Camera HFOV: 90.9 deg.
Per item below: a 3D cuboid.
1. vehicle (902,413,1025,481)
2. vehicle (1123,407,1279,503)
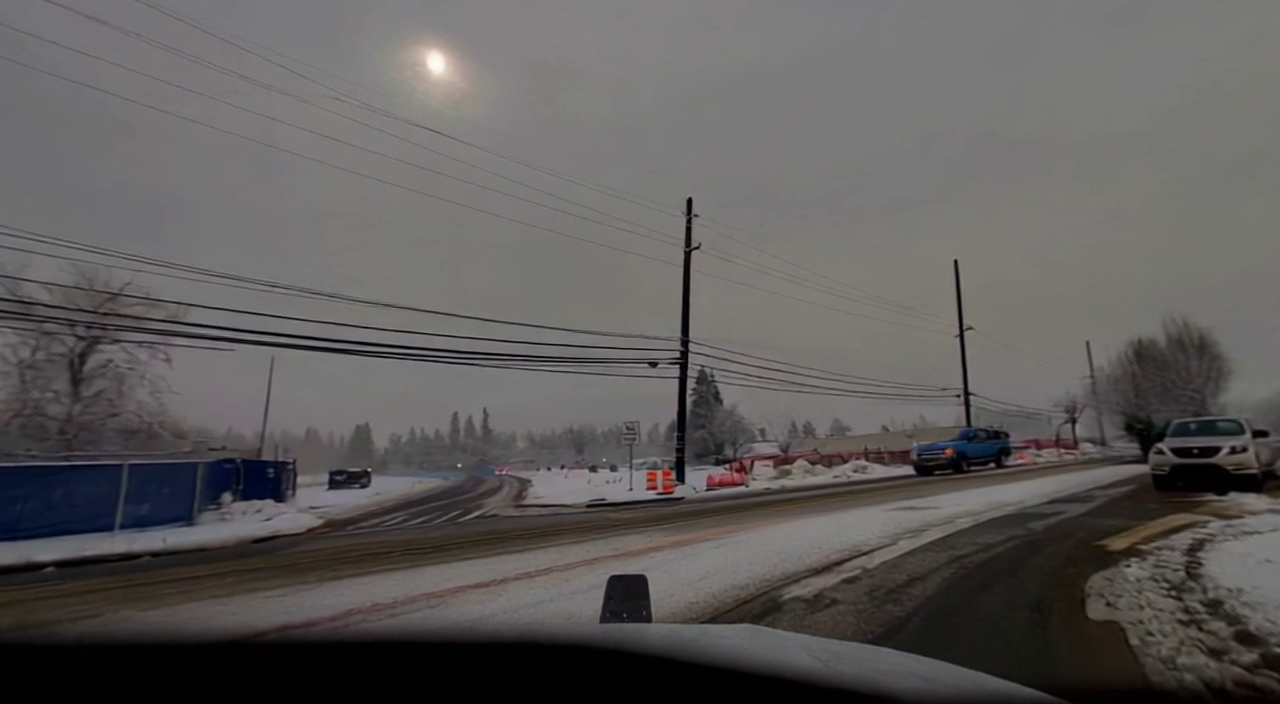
[{"bbox_3d":[17.495,5.100,33.818,8.300,3.218,2.790,8,-13,-41],"label":"vehicle"},{"bbox_3d":[13.701,2.419,15.060,4.781,1.897,2.447,8,-12,-42],"label":"vehicle"}]
